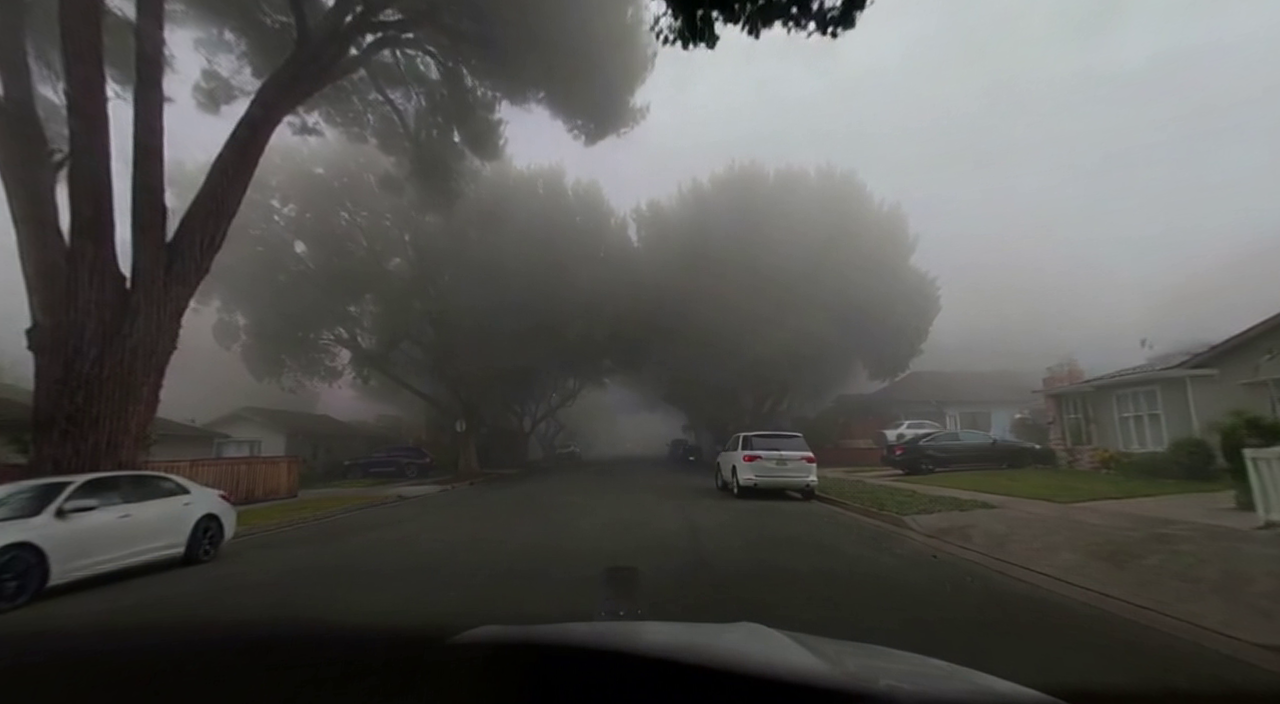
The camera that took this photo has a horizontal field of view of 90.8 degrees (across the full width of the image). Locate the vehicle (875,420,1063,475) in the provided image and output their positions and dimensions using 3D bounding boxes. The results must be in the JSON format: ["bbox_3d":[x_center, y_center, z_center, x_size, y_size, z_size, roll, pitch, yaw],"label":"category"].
[{"bbox_3d":[10.561,3.147,20.728,5.041,1.486,1.969,-4,-9,13],"label":"vehicle"}]

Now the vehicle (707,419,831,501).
[{"bbox_3d":[3.251,2.876,17.214,2.241,1.875,5.059,0,-8,-1],"label":"vehicle"}]

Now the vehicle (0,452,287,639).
[{"bbox_3d":[-6.246,1.949,7.047,2.099,1.399,4.357,-4,-8,1],"label":"vehicle"}]

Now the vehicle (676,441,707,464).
[{"bbox_3d":[3.586,7.052,44.551,2.016,1.567,4.228,0,-8,2],"label":"vehicle"}]

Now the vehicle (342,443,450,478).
[{"bbox_3d":[-13.047,5.825,33.972,4.928,1.797,1.981,0,-8,2],"label":"vehicle"}]
